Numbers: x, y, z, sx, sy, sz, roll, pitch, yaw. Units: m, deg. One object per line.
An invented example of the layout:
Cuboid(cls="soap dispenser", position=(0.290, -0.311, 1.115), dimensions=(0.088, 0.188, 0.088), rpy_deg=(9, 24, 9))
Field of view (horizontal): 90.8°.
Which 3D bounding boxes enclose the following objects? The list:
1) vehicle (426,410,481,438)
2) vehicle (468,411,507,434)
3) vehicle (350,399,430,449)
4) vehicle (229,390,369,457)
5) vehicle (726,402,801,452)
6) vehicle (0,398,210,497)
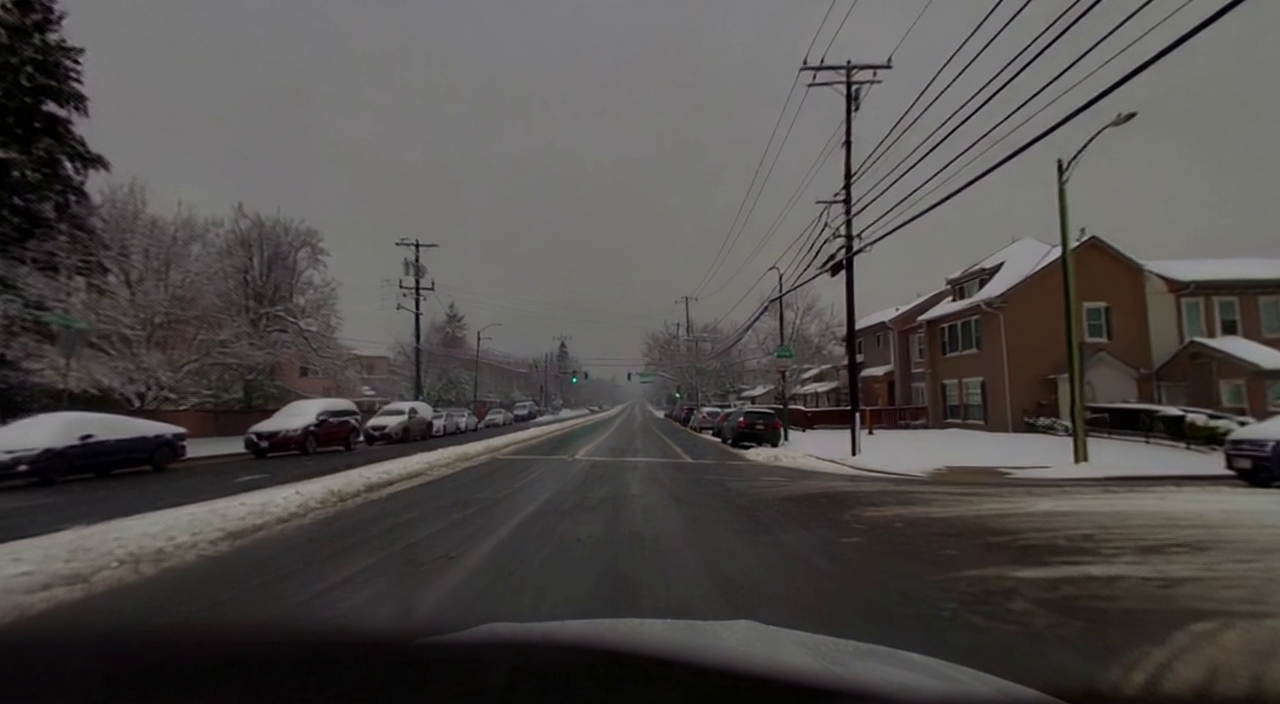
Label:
Cuboid(cls="vehicle", position=(-11.085, 4.346, 37.897), dimensions=(2.051, 1.520, 4.374), rpy_deg=(0, -8, -2))
Cuboid(cls="vehicle", position=(-11.359, 5.302, 47.289), dimensions=(1.903, 1.535, 4.342), rpy_deg=(0, -8, -1))
Cuboid(cls="vehicle", position=(-11.334, 3.279, 28.998), dimensions=(1.926, 1.998, 4.447), rpy_deg=(-4, -6, -1))
Cuboid(cls="vehicle", position=(-11.125, 2.457, 21.121), dimensions=(2.056, 1.980, 4.763), rpy_deg=(0, -8, -1))
Cuboid(cls="vehicle", position=(4.397, 2.798, 23.098), dimensions=(1.867, 1.680, 4.176), rpy_deg=(0, -8, 0))
Cuboid(cls="vehicle", position=(-11.049, 1.842, 12.285), dimensions=(2.082, 1.540, 4.654), rpy_deg=(0, -8, 0))
